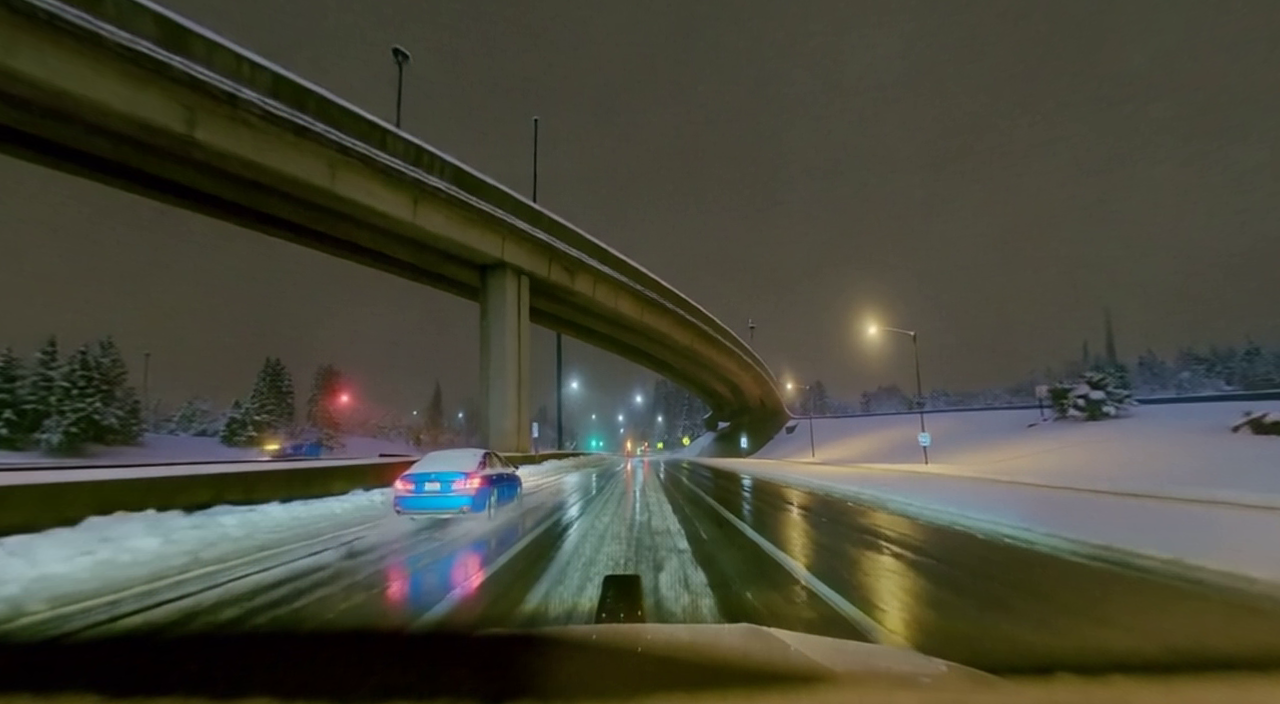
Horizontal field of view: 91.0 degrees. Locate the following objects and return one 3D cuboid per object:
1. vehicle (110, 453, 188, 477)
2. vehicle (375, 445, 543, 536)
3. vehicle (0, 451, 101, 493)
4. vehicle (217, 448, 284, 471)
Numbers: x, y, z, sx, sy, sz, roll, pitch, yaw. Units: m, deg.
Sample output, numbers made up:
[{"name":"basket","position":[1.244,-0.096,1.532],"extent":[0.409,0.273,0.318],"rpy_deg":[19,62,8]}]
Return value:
[{"name":"vehicle","position":[-33.818,7.756,43.537],"extent":[1.759,1.475,4.440],"rpy_deg":[0,-8,1]},{"name":"vehicle","position":[-3.308,2.602,12.479],"extent":[2.044,1.478,4.114],"rpy_deg":[0,-9,1]},{"name":"vehicle","position":[-23.850,4.658,24.802],"extent":[1.711,1.454,3.911],"rpy_deg":[0,-9,0]},{"name":"vehicle","position":[-29.923,8.252,48.561],"extent":[1.950,1.584,4.891],"rpy_deg":[0,-8,0]}]
